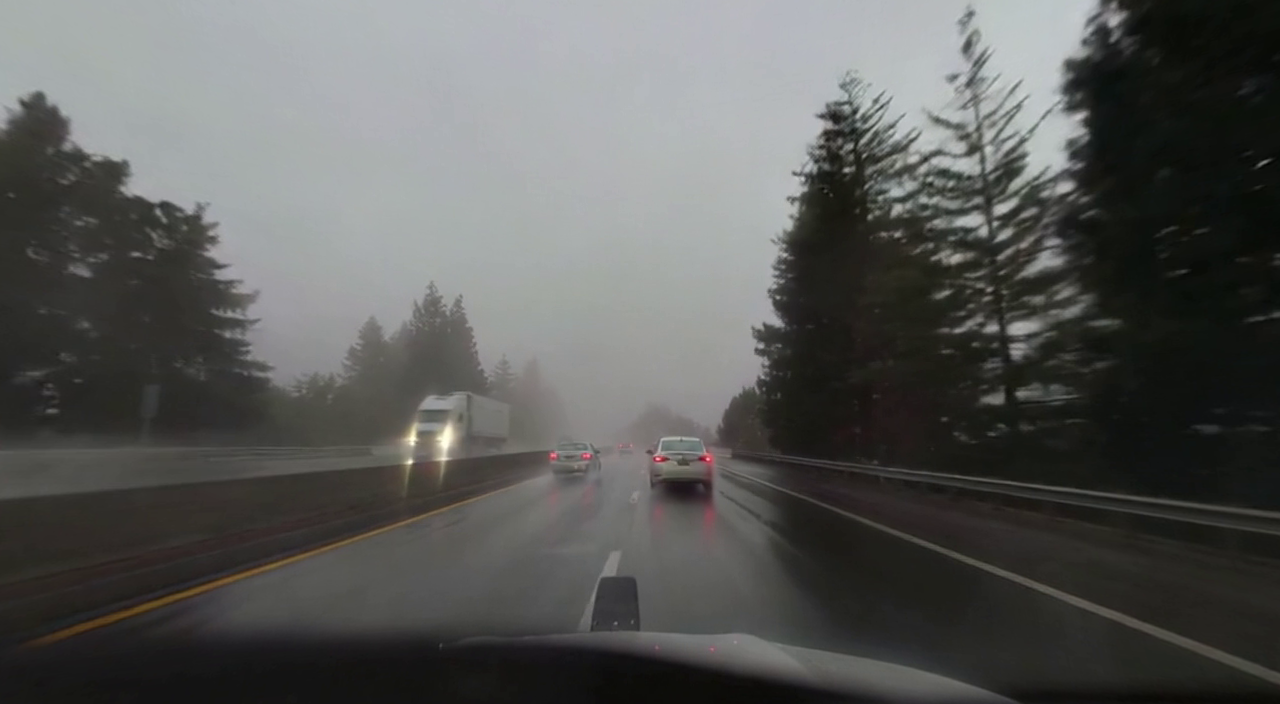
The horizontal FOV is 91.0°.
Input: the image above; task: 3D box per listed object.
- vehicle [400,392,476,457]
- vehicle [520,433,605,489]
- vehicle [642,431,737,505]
[{"bbox_3d":[-13.458,4.952,42.589,2.979,4.027,6.468,0,-8,0],"label":"vehicle"},{"bbox_3d":[-2.334,3.432,20.176,2.178,1.559,4.254,0,-8,0],"label":"vehicle"},{"bbox_3d":[1.089,2.894,16.246,2.055,1.566,5.046,-1,-8,0],"label":"vehicle"}]
